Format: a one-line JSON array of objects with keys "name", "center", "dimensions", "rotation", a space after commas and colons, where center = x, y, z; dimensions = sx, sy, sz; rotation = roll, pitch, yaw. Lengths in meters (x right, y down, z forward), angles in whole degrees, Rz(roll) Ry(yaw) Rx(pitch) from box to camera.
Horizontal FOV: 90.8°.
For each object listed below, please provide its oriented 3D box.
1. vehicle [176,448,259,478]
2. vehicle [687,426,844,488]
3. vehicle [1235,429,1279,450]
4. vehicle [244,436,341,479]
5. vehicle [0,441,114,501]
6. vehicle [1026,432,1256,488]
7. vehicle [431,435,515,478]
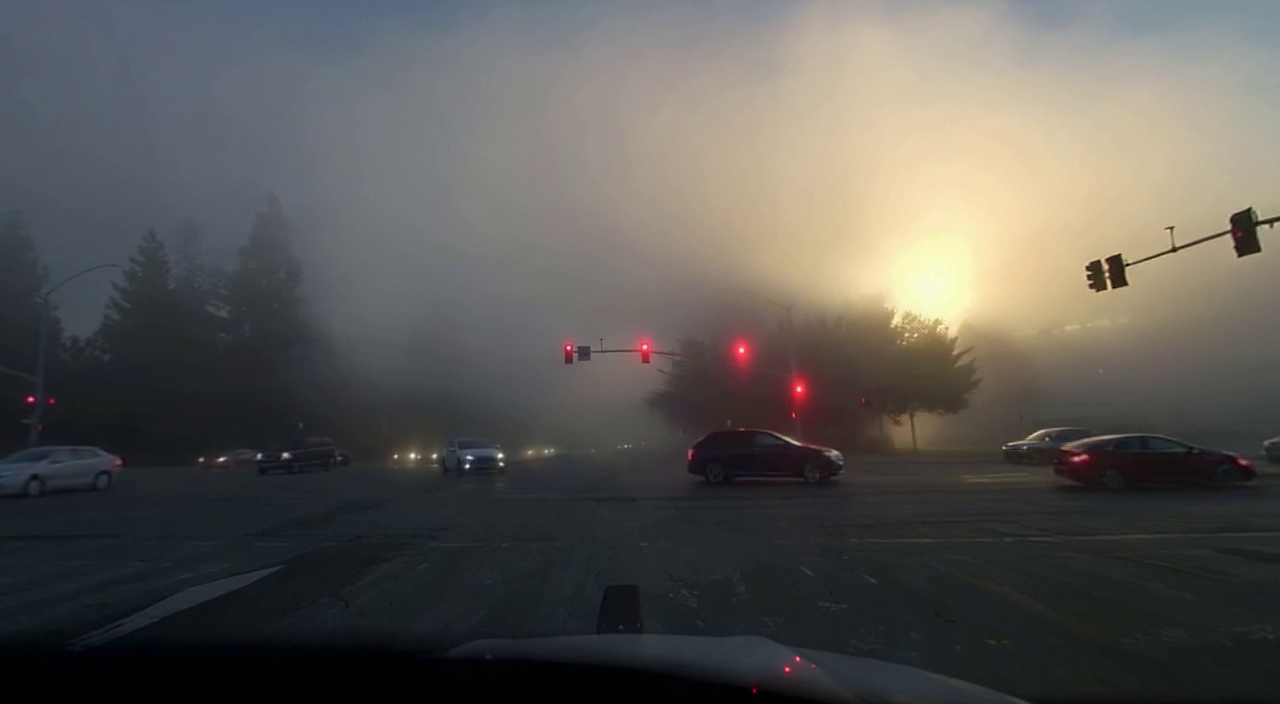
[{"name": "vehicle", "center": [-26.923, 7.032, 40.467], "dimensions": [2.007, 1.783, 4.694], "rotation": [0, -9, 0]}, {"name": "vehicle", "center": [4.182, 3.489, 21.233], "dimensions": [4.767, 1.877, 2.017], "rotation": [-4, -10, 26]}, {"name": "vehicle", "center": [45.689, 6.277, 45.252], "dimensions": [1.786, 1.412, 4.330], "rotation": [0, -9, 0]}, {"name": "vehicle", "center": [-16.382, 4.971, 30.106], "dimensions": [1.977, 1.878, 4.575], "rotation": [0, -9, 0]}, {"name": "vehicle", "center": [-19.612, 3.709, 19.999], "dimensions": [2.088, 1.743, 4.417], "rotation": [0, -9, -1]}, {"name": "vehicle", "center": [13.832, 3.009, 17.735], "dimensions": [4.532, 1.467, 2.135], "rotation": [-1, -9, 4]}, {"name": "vehicle", "center": [-7.278, 4.457, 27.277], "dimensions": [1.982, 1.678, 4.180], "rotation": [6, -11, -37]}]
